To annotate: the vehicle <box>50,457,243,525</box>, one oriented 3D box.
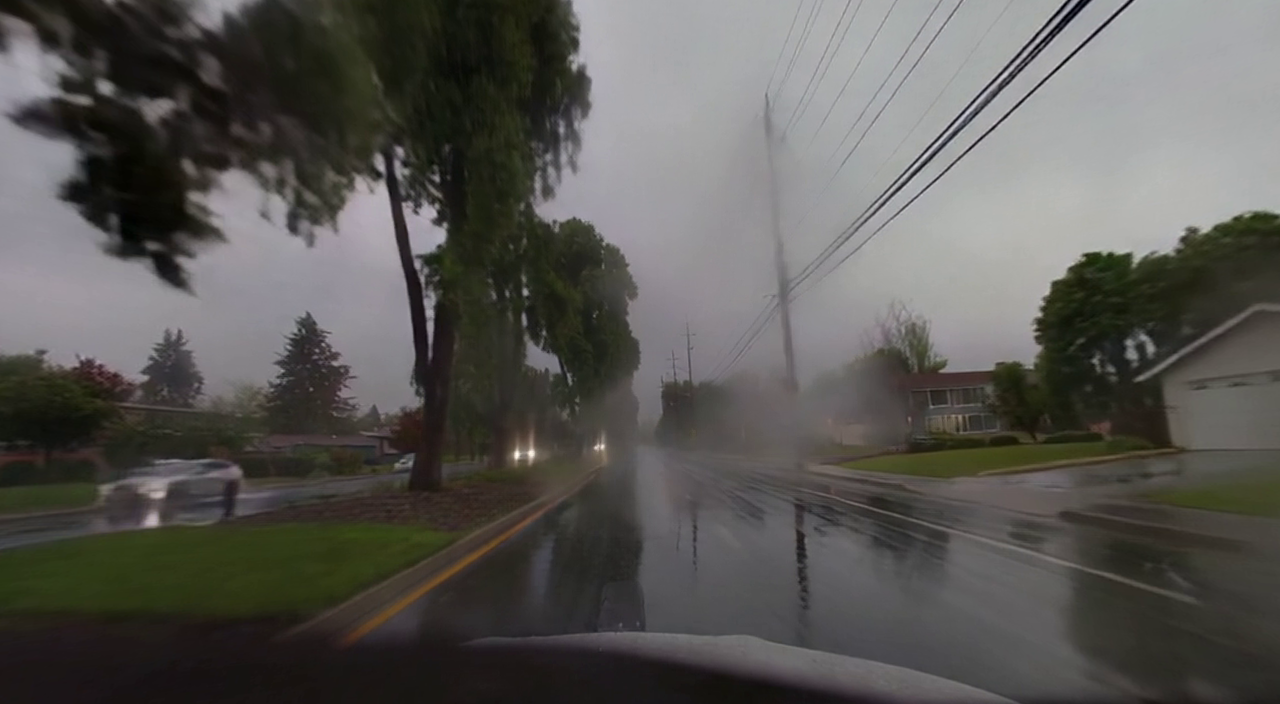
[{"bbox_3d":[-13.341,3.740,17.513,1.897,1.451,4.298,-3,-8,0],"label":"vehicle"}]
